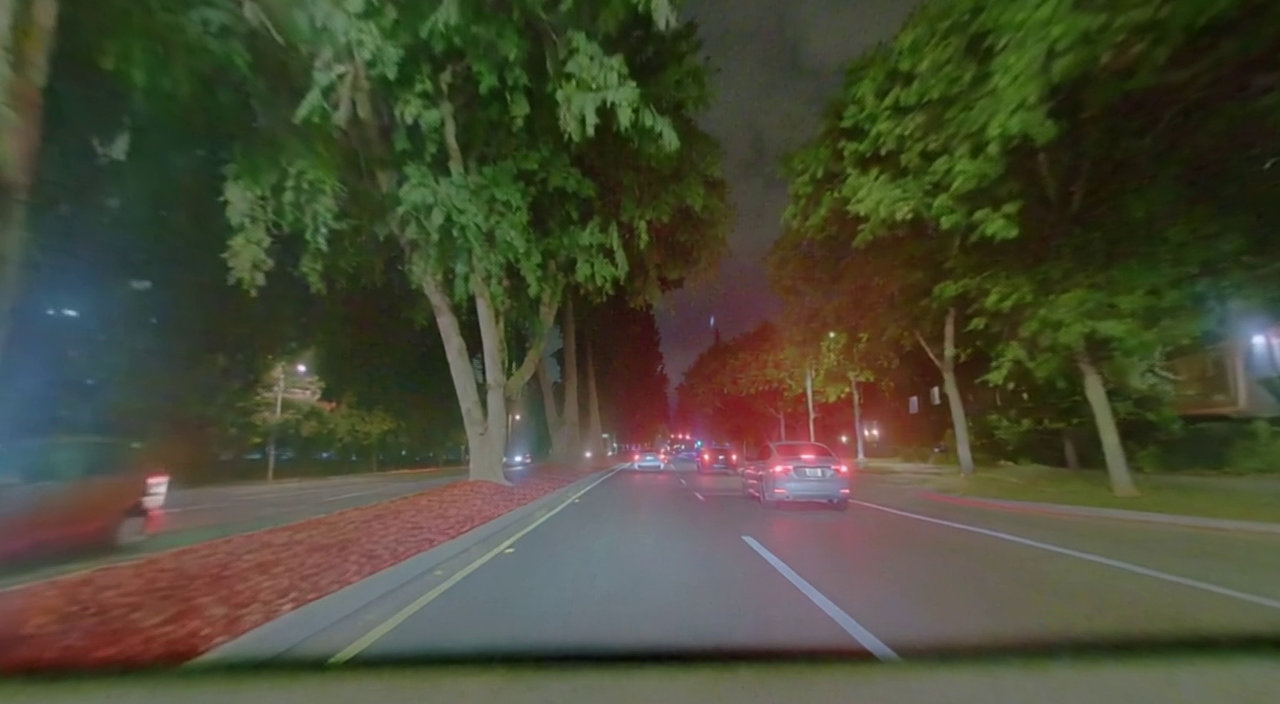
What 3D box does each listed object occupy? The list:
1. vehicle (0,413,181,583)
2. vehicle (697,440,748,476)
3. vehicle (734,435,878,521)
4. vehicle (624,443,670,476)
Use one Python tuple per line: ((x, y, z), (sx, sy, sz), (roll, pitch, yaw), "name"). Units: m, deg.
((-8.239, 1.714, 7.573), (2.066, 1.890, 4.695), (0, -9, -3), "vehicle")
((4.102, 5.333, 32.031), (2.074, 1.652, 4.340), (0, -9, 1), "vehicle")
((3.313, 2.602, 13.560), (1.985, 1.529, 4.147), (0, -9, 0), "vehicle")
((0.374, 5.179, 30.560), (2.082, 1.473, 4.028), (0, -9, 2), "vehicle")
